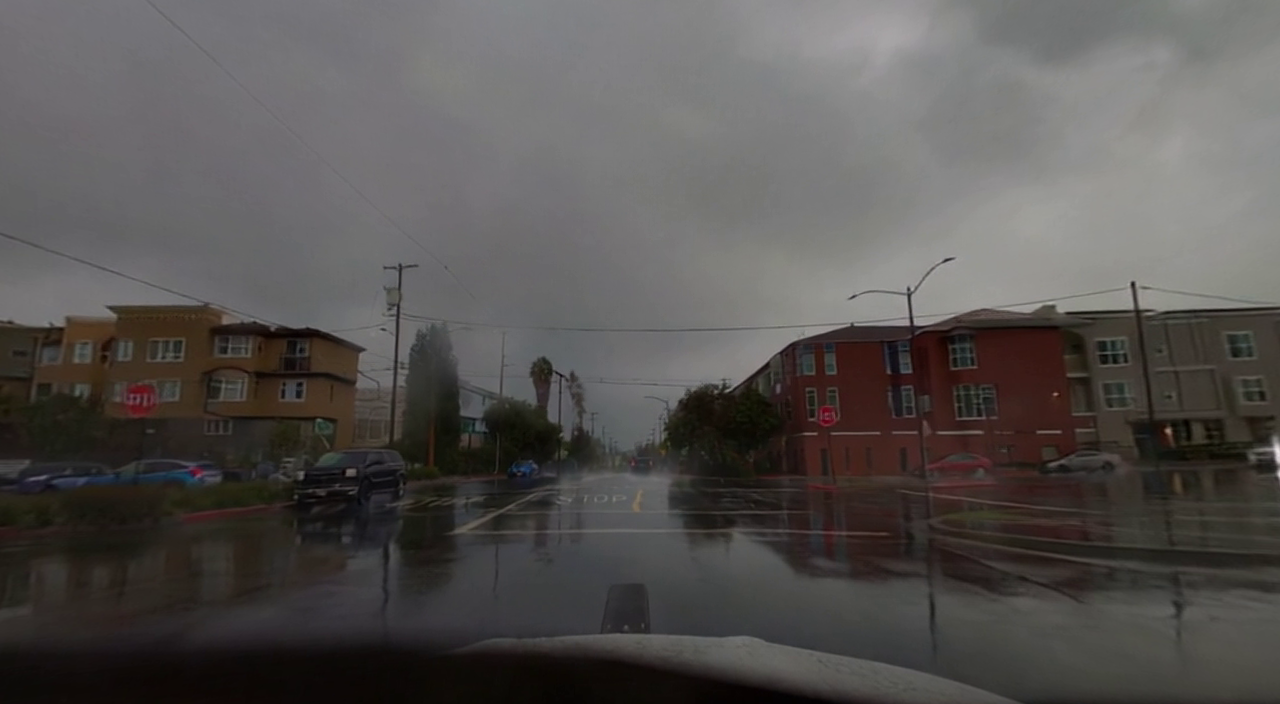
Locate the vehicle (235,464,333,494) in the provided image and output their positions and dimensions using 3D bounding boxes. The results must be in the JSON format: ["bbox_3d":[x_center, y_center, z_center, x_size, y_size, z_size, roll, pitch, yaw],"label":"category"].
[{"bbox_3d":[-19.875,7.102,35.327,4.277,1.527,1.987,0,-9,-2],"label":"vehicle"}]

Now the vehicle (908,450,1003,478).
[{"bbox_3d":[18.446,6.547,36.995,4.528,1.458,1.939,0,-7,-4],"label":"vehicle"}]

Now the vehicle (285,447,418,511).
[{"bbox_3d":[-8.493,3.788,19.159,2.156,1.620,4.945,0,-10,-6],"label":"vehicle"}]

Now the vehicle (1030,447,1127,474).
[{"bbox_3d":[25.904,6.416,37.298,4.323,1.507,1.896,0,-9,-3],"label":"vehicle"}]

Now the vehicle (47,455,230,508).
[{"bbox_3d":[-17.592,4.496,22.349,2.010,1.583,4.582,-7,-10,35],"label":"vehicle"}]

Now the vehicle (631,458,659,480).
[{"bbox_3d":[0.345,8.689,47.144,1.851,1.471,4.372,0,-9,-2],"label":"vehicle"}]
